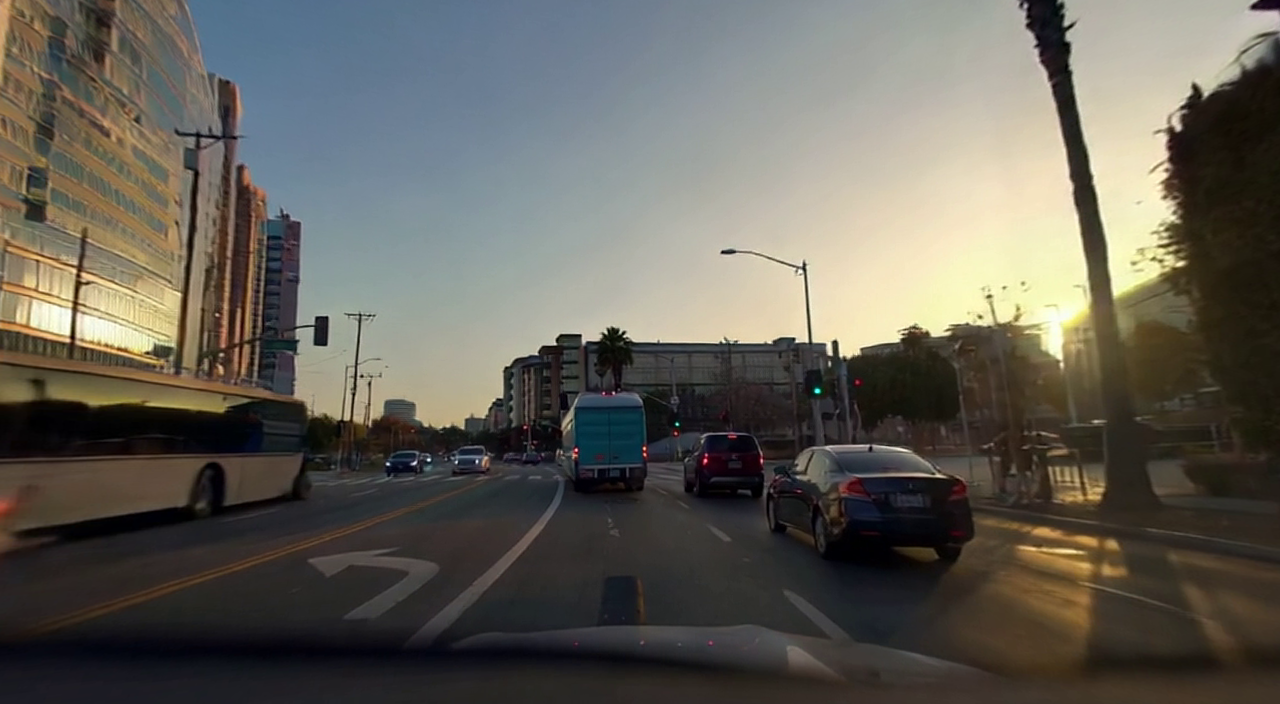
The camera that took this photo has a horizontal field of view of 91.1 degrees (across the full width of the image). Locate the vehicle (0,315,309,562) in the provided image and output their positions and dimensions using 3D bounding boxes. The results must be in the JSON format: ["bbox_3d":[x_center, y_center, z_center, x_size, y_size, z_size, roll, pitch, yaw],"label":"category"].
[{"bbox_3d":[-10.633,1.693,11.978,2.996,3.432,11.265,0,-8,-3],"label":"vehicle"}]

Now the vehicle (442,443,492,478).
[{"bbox_3d":[-9.192,5.782,33.690,2.058,1.730,4.466,1,-9,-9],"label":"vehicle"}]

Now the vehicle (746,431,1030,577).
[{"bbox_3d":[3.030,1.948,9.012,1.978,1.507,4.636,0,-8,-3],"label":"vehicle"}]

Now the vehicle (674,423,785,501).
[{"bbox_3d":[2.408,3.180,18.639,2.157,1.944,5.423,0,-8,-4],"label":"vehicle"}]

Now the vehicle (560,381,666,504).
[{"bbox_3d":[-0.982,2.627,18.247,2.517,2.926,6.177,1,-9,-6],"label":"vehicle"}]

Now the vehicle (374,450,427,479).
[{"bbox_3d":[-13.875,6.512,36.619,1.975,1.503,4.533,1,-9,-9],"label":"vehicle"}]
